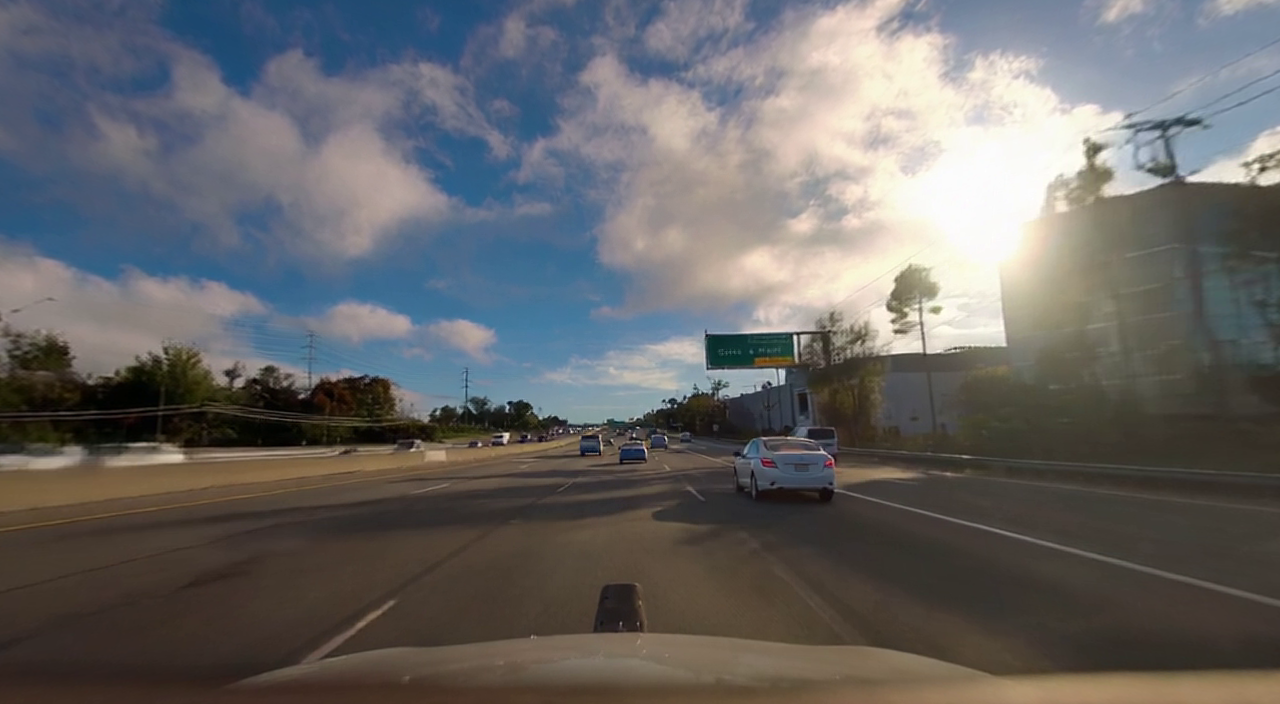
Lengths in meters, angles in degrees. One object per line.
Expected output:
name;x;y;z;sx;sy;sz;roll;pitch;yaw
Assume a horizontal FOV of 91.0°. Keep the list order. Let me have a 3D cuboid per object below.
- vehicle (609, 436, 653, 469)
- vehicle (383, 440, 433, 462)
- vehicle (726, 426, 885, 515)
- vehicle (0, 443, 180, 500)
vehicle;-0.455;4.849;30.456;2.019;1.472;3.971;0;-8;-2
vehicle;-16.937;7.246;46.188;1.890;1.564;4.563;0;-8;0
vehicle;3.209;2.398;13.284;1.995;1.533;4.463;0;-8;-2
vehicle;-16.753;3.547;19.217;1.912;1.492;4.608;0;-8;0
